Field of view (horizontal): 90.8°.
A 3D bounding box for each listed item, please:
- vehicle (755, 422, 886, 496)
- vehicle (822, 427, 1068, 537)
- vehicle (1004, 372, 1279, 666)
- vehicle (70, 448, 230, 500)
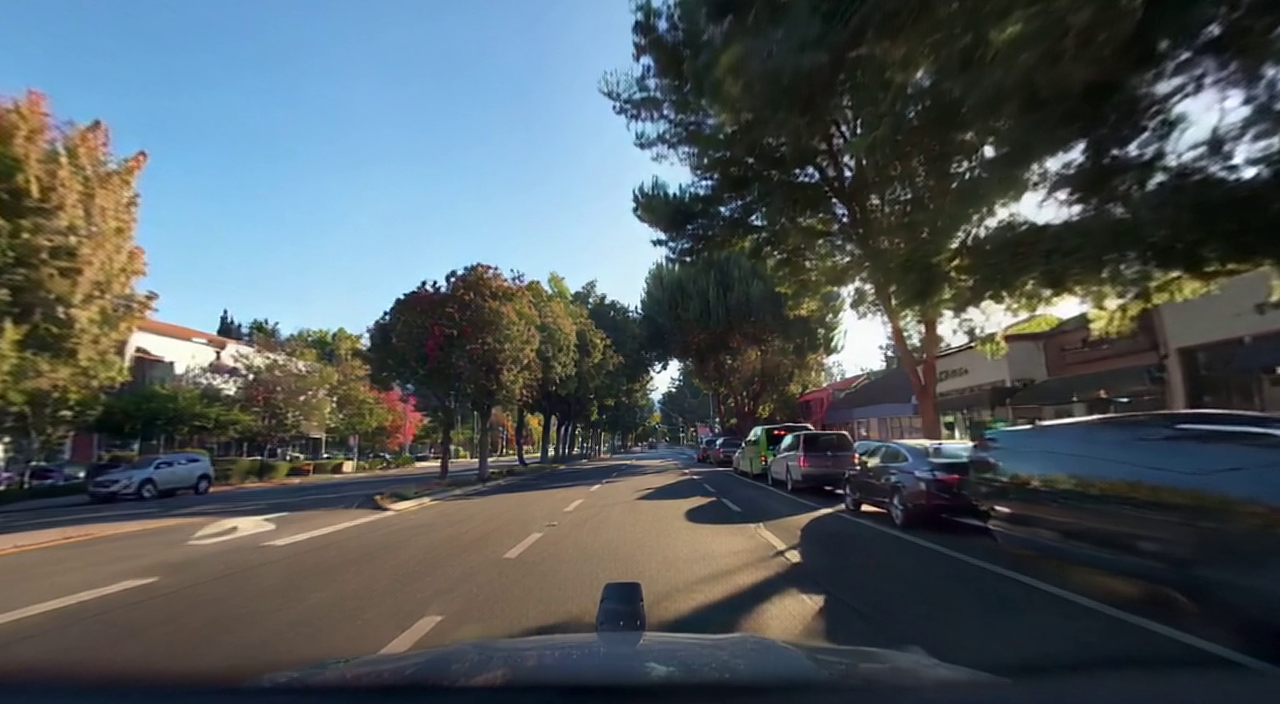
[{"bbox_3d":[4.774,2.920,17.584,2.304,1.760,4.630,0,-8,1],"label":"vehicle"},{"bbox_3d":[4.765,2.080,10.801,1.973,1.465,4.440,0,-8,0],"label":"vehicle"},{"bbox_3d":[4.681,0.932,3.485,2.051,1.663,5.441,0,-8,-1],"label":"vehicle"},{"bbox_3d":[-19.026,4.719,24.936,2.166,1.804,4.897,-1,-8,3],"label":"vehicle"}]
